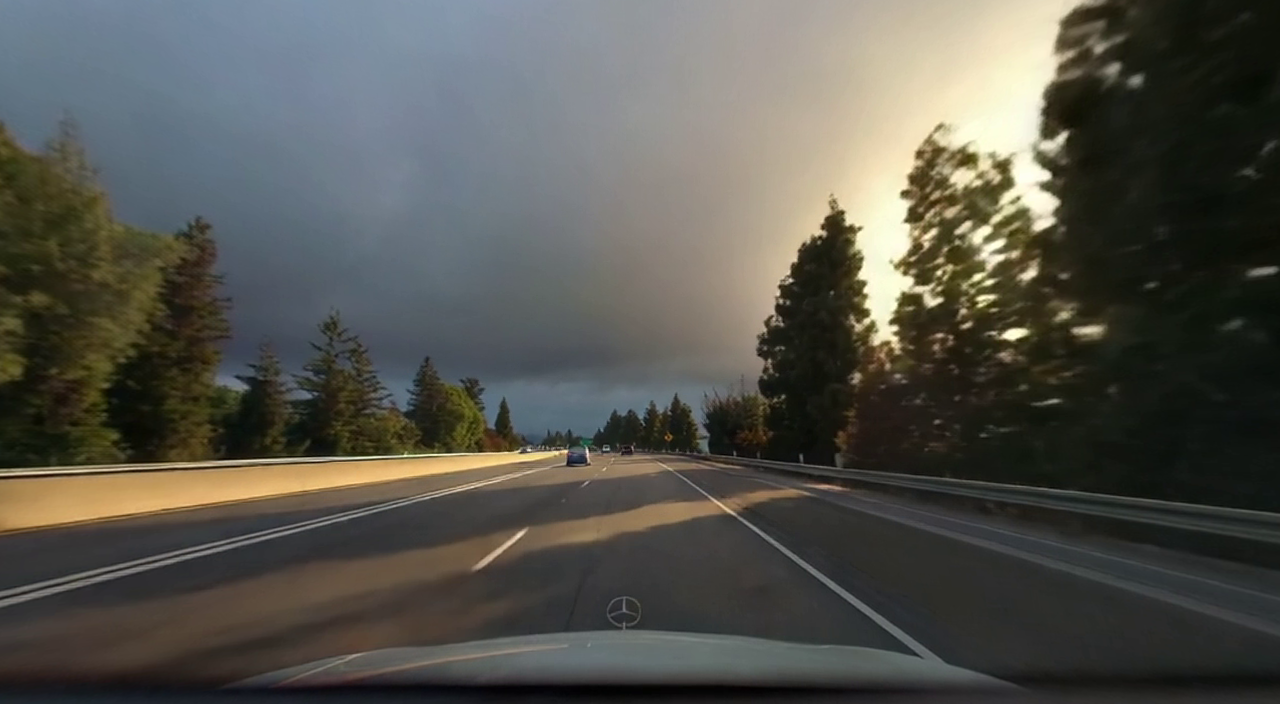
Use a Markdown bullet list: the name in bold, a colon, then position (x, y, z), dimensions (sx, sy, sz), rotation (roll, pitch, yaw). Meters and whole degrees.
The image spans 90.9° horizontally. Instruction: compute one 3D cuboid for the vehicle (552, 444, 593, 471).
- **vehicle**: position (-4.114, 6.584, 39.396), dimensions (2.083, 1.560, 4.713), rotation (0, -9, -1)
